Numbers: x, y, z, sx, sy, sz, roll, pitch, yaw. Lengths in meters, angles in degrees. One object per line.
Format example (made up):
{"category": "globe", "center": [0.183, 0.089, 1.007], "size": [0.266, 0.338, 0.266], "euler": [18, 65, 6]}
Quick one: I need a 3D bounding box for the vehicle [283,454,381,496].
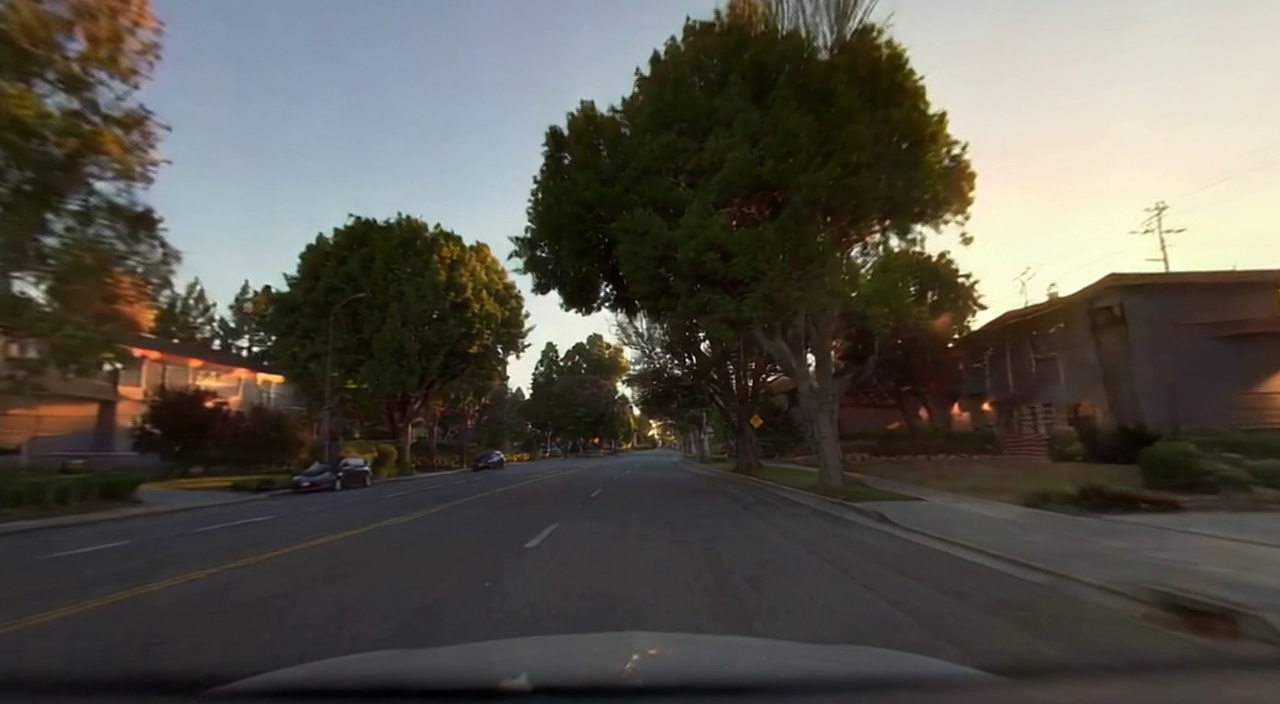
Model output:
{"category": "vehicle", "center": [-12.995, 5.172, 26.995], "size": [1.859, 1.496, 4.390], "euler": [-4, -9, 2]}
